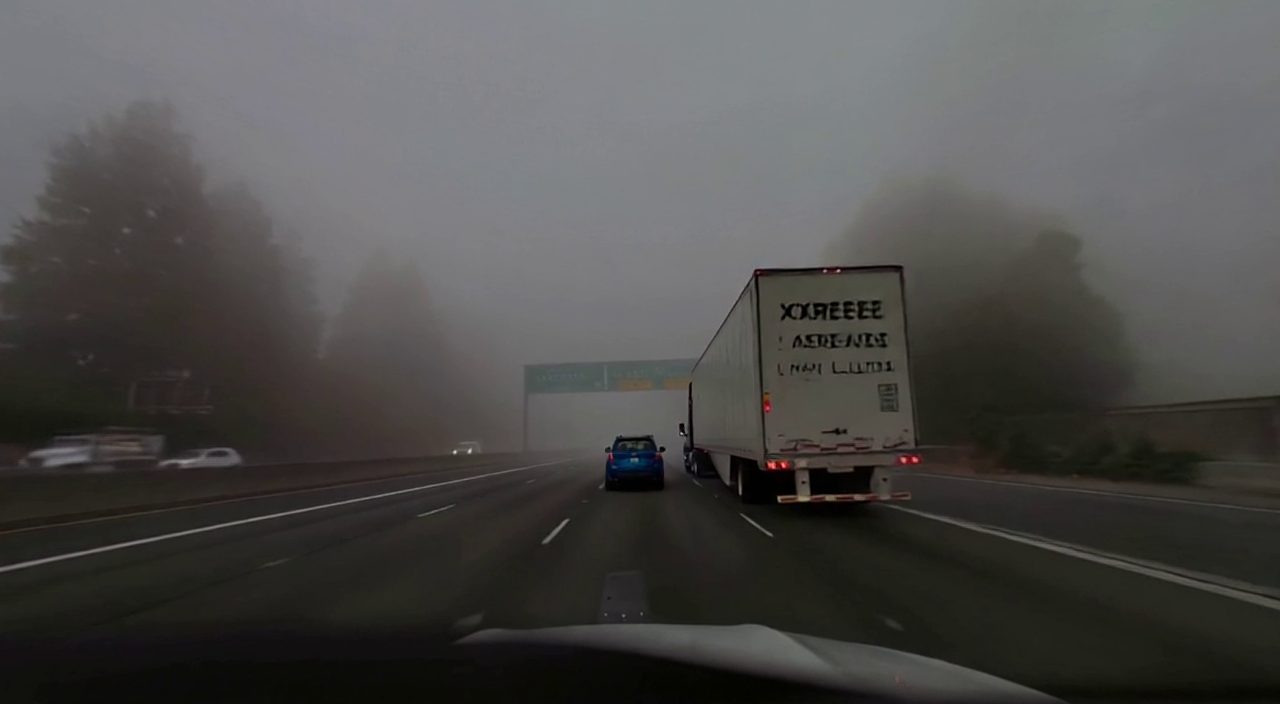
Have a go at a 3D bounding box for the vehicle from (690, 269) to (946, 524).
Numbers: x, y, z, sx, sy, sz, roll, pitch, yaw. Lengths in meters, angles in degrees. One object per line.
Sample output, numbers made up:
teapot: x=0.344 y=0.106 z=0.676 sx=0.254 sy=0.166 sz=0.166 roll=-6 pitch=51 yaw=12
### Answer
vehicle: x=3.451 y=1.827 z=18.015 sx=2.909 sy=4.135 sz=15.820 roll=0 pitch=-8 yaw=1

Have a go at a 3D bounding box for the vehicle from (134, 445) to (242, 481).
vehicle: x=-22.519 y=5.515 z=31.520 sx=1.917 sy=1.620 sz=4.634 roll=0 pitch=-8 yaw=1

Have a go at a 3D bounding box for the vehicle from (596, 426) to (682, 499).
vehicle: x=-0.036 y=2.952 z=17.118 sx=2.054 sy=1.706 sz=4.201 roll=0 pitch=-8 yaw=0

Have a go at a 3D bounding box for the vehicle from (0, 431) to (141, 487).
vehicle: x=-29.330 y=5.419 z=32.166 sx=2.372 sy=2.570 sz=6.001 roll=0 pitch=-8 yaw=1
